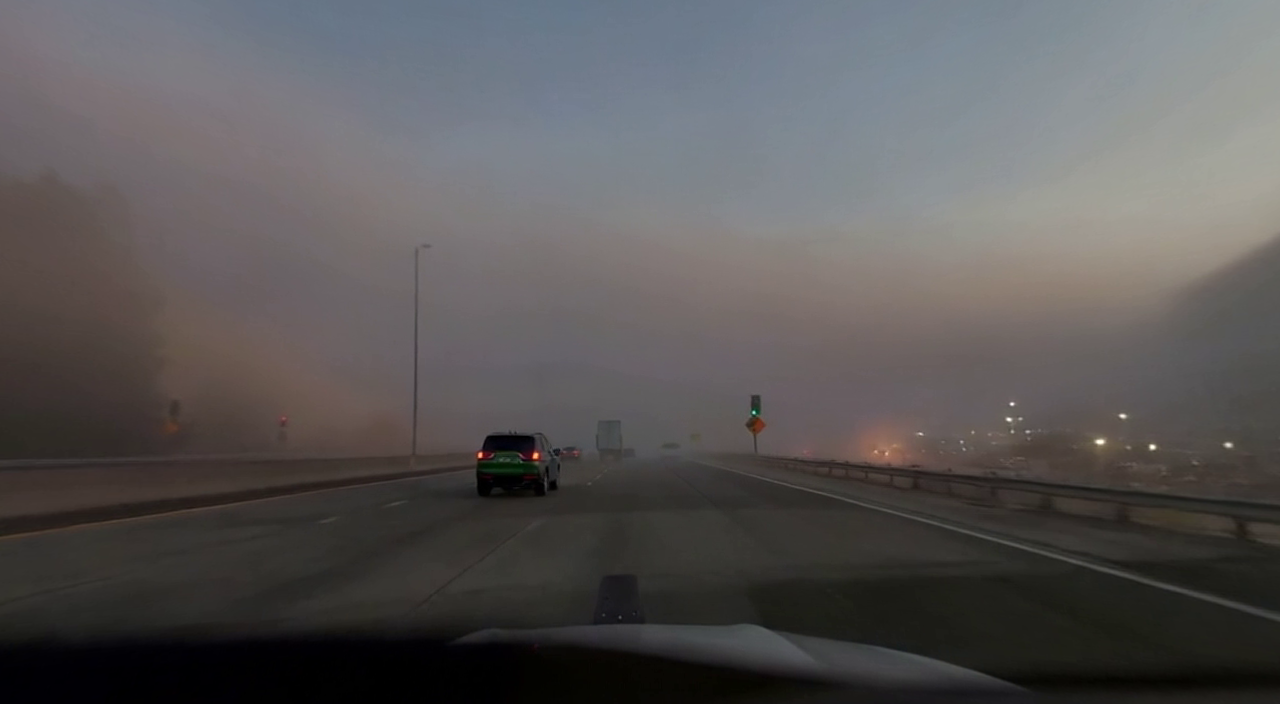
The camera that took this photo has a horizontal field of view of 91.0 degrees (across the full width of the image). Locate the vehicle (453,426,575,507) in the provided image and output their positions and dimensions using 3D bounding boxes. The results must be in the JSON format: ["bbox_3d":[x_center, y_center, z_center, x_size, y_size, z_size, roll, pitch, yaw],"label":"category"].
[{"bbox_3d":[-3.005,2.858,16.099,2.111,1.742,4.315,0,-9,1],"label":"vehicle"}]
